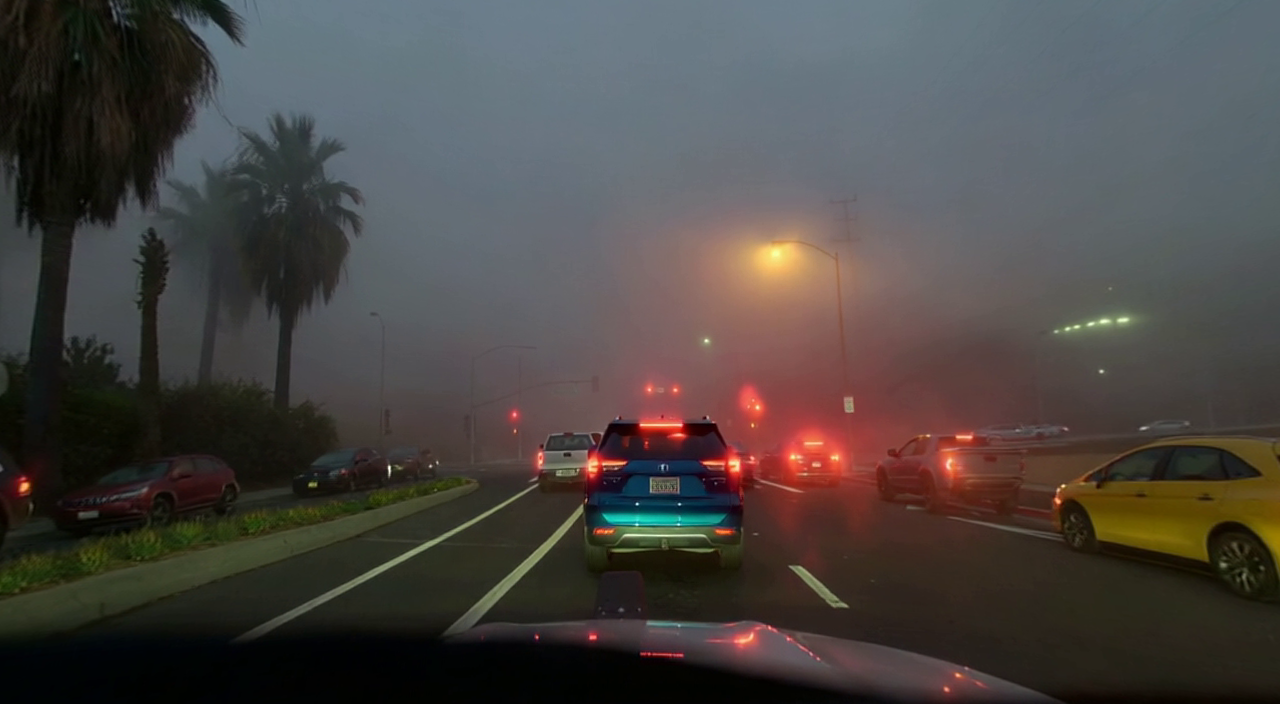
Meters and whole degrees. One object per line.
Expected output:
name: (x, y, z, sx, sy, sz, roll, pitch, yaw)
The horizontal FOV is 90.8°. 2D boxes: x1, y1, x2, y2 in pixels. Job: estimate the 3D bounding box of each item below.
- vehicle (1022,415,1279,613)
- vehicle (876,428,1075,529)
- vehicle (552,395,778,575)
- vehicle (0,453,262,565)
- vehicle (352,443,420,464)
vehicle: (6.446, 1.601, 6.927, 1.935, 1.672, 4.139, 0, -8, 1)
vehicle: (6.675, 2.529, 13.237, 1.930, 1.736, 4.329, -1, -8, 3)
vehicle: (0.266, 1.653, 8.564, 2.264, 1.798, 4.258, 0, -8, 1)
vehicle: (-9.556, 2.787, 11.904, 2.054, 1.467, 4.595, -4, -8, 0)
vehicle: (-18.716, 7.496, 46.651, 1.759, 1.457, 4.297, -7, -11, 38)
